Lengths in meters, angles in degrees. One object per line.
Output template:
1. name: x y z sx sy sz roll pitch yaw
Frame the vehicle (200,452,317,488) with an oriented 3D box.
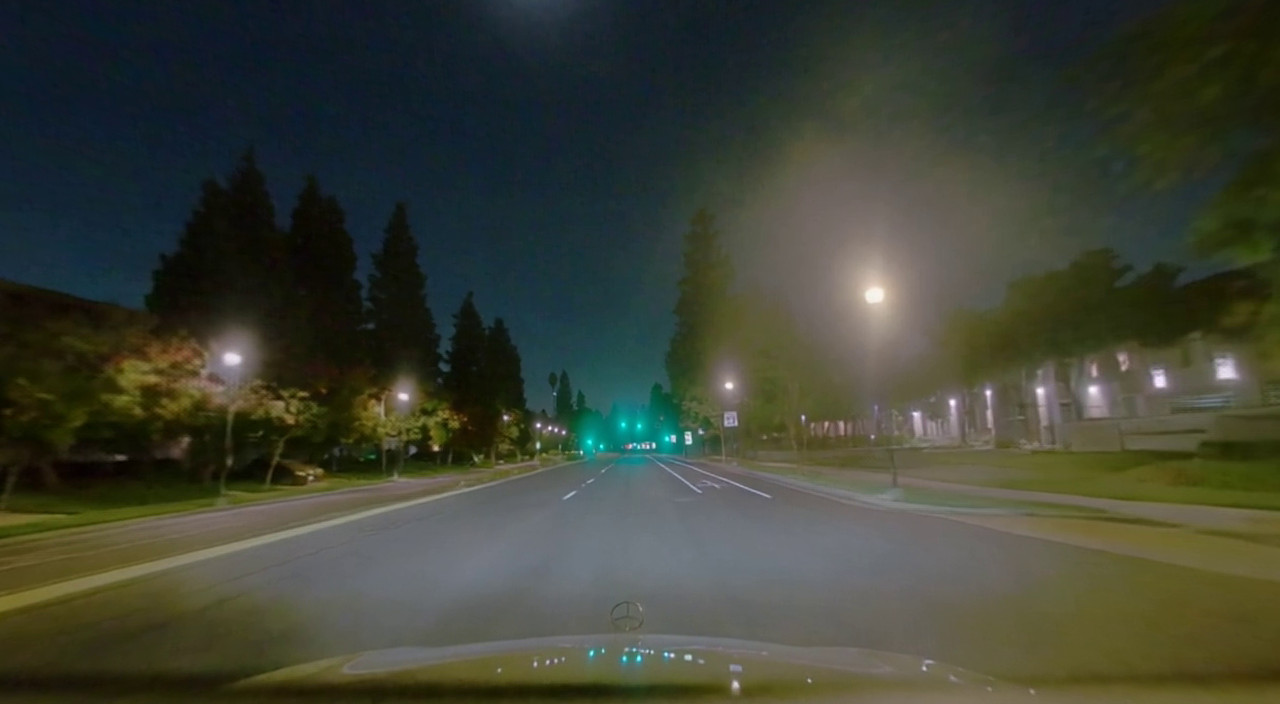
1. vehicle: -20.307 6.259 33.803 4.761 1.812 2.206 0 -9 -1
